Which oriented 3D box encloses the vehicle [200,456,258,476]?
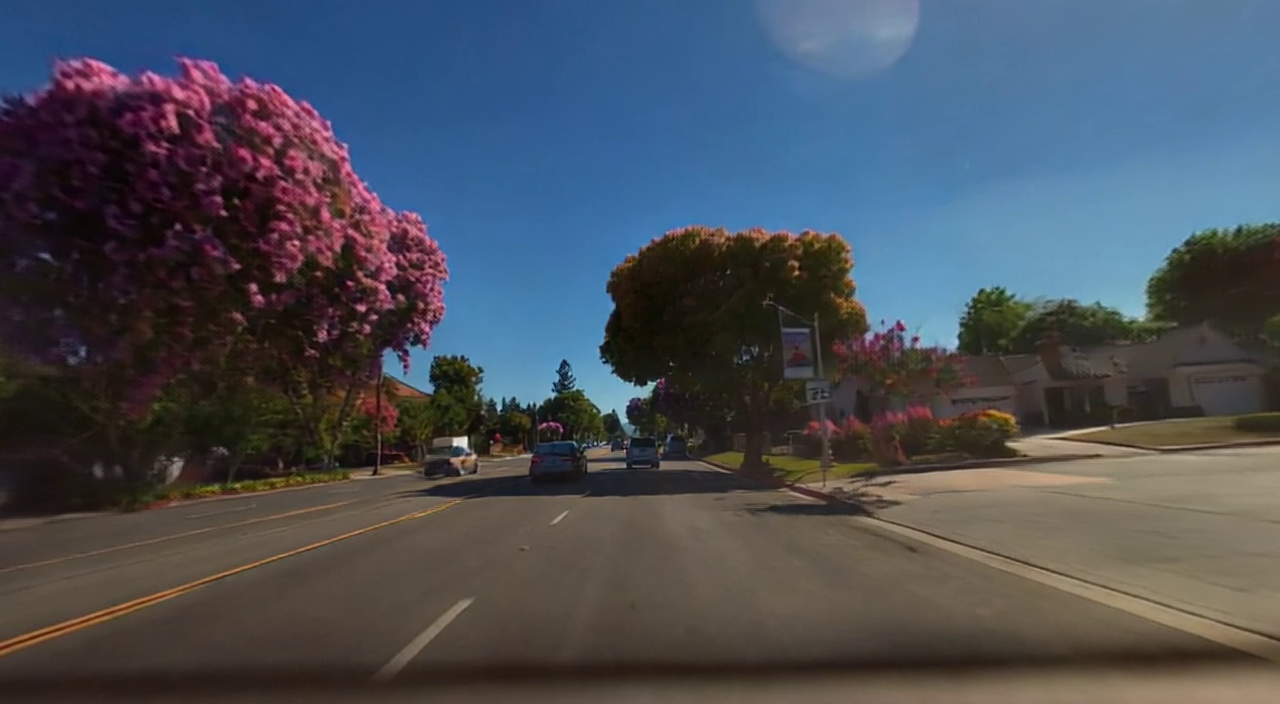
[{"bbox_3d":[-31.504,8.736,48.504,3.340,1.400,1.578,-1,-8,-1],"label":"vehicle"}]

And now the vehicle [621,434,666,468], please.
[{"bbox_3d":[0.113,5.535,35.500,2.376,1.801,4.317,0,-8,-1],"label":"vehicle"}]

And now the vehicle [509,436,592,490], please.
[{"bbox_3d":[-2.912,3.710,21.520,2.167,1.634,4.220,0,-8,0],"label":"vehicle"}]

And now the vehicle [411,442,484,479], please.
[{"bbox_3d":[-9.922,5.632,33.055,2.147,1.741,5.166,0,-8,0],"label":"vehicle"}]
